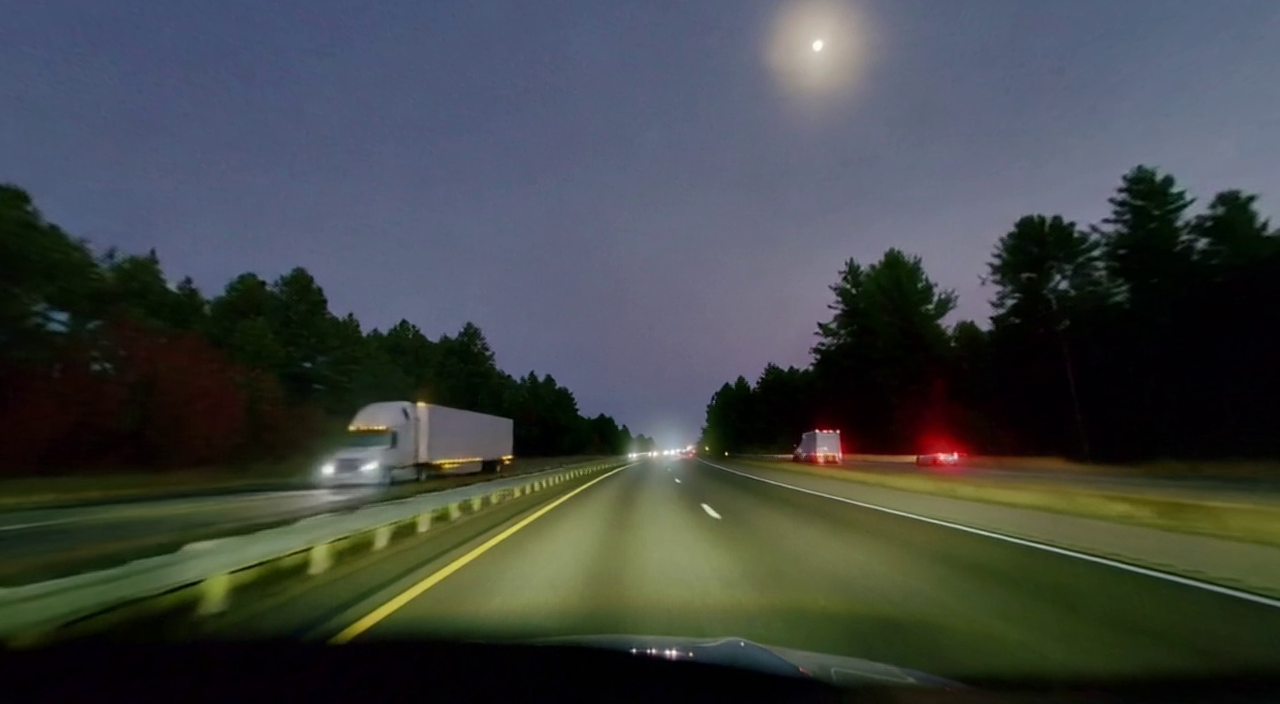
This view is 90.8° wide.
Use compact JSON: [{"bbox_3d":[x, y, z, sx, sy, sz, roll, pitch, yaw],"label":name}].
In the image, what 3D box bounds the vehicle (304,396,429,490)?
[{"bbox_3d":[-12.170,4.165,28.747,2.954,3.839,5.609,0,-9,1],"label":"vehicle"}]
